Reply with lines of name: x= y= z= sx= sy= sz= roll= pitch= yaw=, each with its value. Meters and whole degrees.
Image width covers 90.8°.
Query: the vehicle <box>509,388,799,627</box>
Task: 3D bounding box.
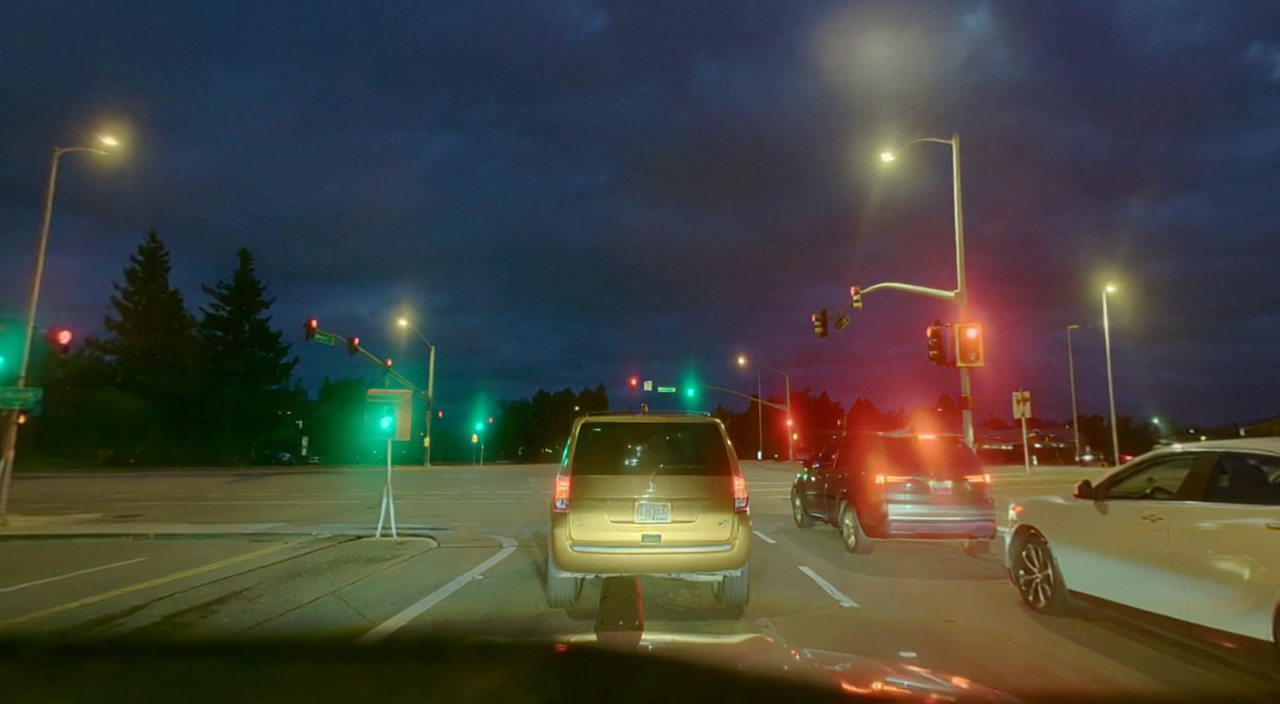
vehicle: x=0.101 y=1.497 z=7.060 sx=2.170 sy=1.793 sz=4.468 roll=0 pitch=-8 yaw=0

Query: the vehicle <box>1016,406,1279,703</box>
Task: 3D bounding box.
vehicle: x=3.159 y=0.817 z=1.427 sx=1.924 sy=1.466 sz=4.461 roll=0 pitch=-8 yaw=1

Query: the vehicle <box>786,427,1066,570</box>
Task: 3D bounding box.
vehicle: x=3.521 y=1.860 z=8.851 sx=1.861 sy=1.495 sz=4.215 roll=0 pitch=-8 yaw=-1
